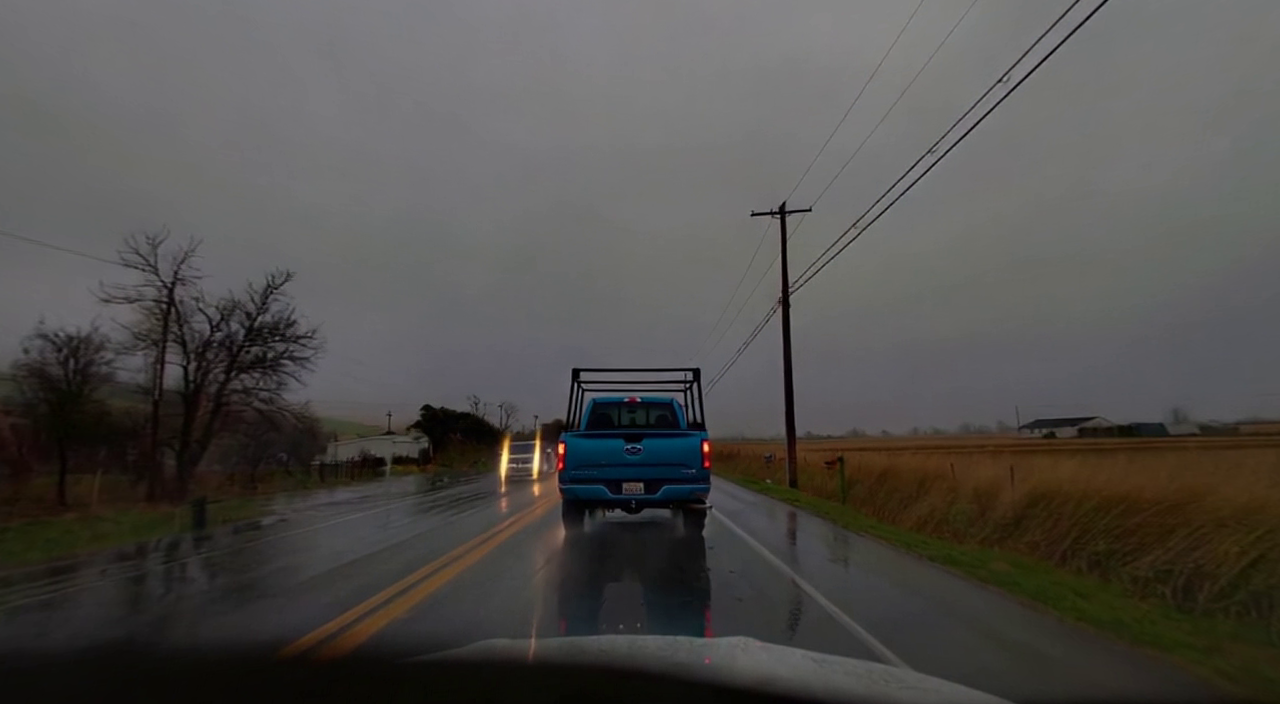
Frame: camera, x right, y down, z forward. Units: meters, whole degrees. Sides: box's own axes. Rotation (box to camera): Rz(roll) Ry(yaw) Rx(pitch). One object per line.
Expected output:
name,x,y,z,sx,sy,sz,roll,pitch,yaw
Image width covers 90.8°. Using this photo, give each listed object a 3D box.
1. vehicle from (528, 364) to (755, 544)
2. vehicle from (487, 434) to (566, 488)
vehicle,-0.072,1.851,11.891,2.912,2.320,7.292,0,-8,-1
vehicle,-3.952,3.884,22.766,2.051,1.735,4.259,0,-8,0
